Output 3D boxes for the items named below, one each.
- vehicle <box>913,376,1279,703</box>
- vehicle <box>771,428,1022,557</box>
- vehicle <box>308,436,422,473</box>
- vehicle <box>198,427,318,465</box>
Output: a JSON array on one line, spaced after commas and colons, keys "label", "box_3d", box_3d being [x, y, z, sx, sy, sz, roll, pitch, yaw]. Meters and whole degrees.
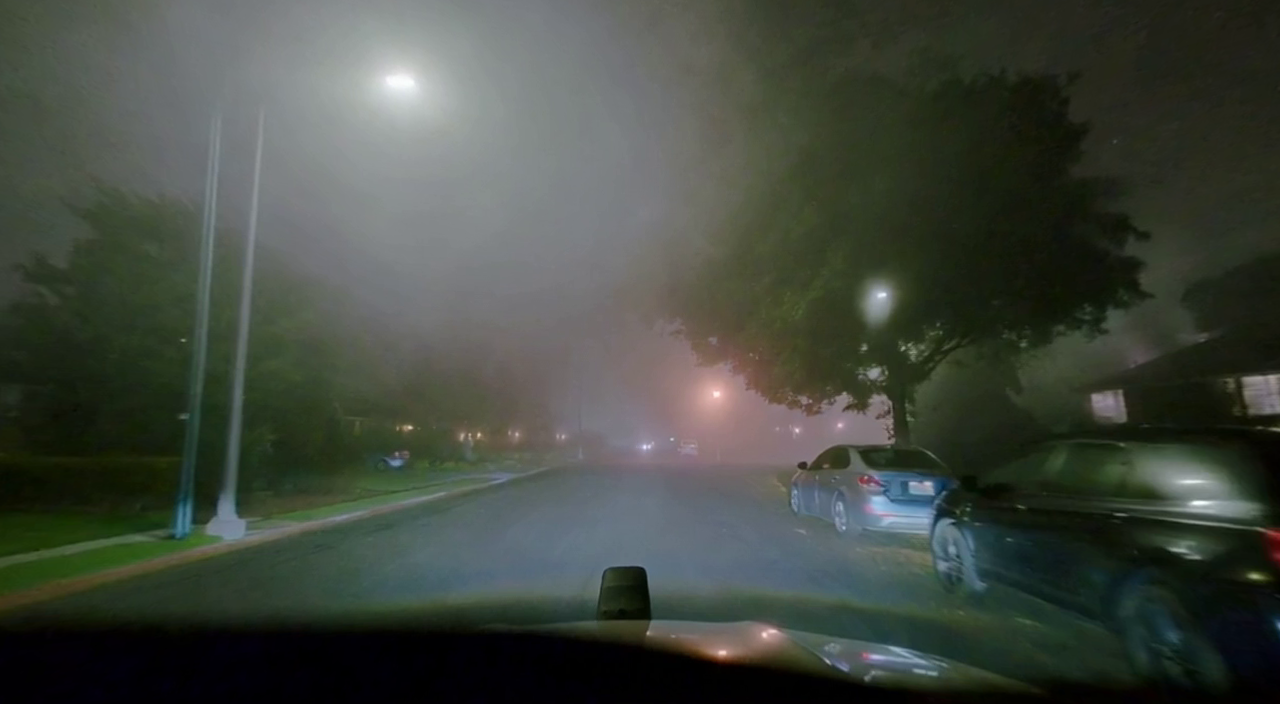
[{"label": "vehicle", "box_3d": [3.546, 1.079, 3.631, 1.969, 1.625, 4.318, 0, -8, 0]}, {"label": "vehicle", "box_3d": [3.682, 2.091, 10.260, 1.928, 1.567, 4.900, 0, -8, -1]}, {"label": "vehicle", "box_3d": [-13.232, 4.935, 30.529, 4.543, 1.691, 1.957, 0, -8, 0]}, {"label": "vehicle", "box_3d": [-18.464, 4.551, 30.585, 4.530, 1.678, 1.994, -1, -8, 1]}]
